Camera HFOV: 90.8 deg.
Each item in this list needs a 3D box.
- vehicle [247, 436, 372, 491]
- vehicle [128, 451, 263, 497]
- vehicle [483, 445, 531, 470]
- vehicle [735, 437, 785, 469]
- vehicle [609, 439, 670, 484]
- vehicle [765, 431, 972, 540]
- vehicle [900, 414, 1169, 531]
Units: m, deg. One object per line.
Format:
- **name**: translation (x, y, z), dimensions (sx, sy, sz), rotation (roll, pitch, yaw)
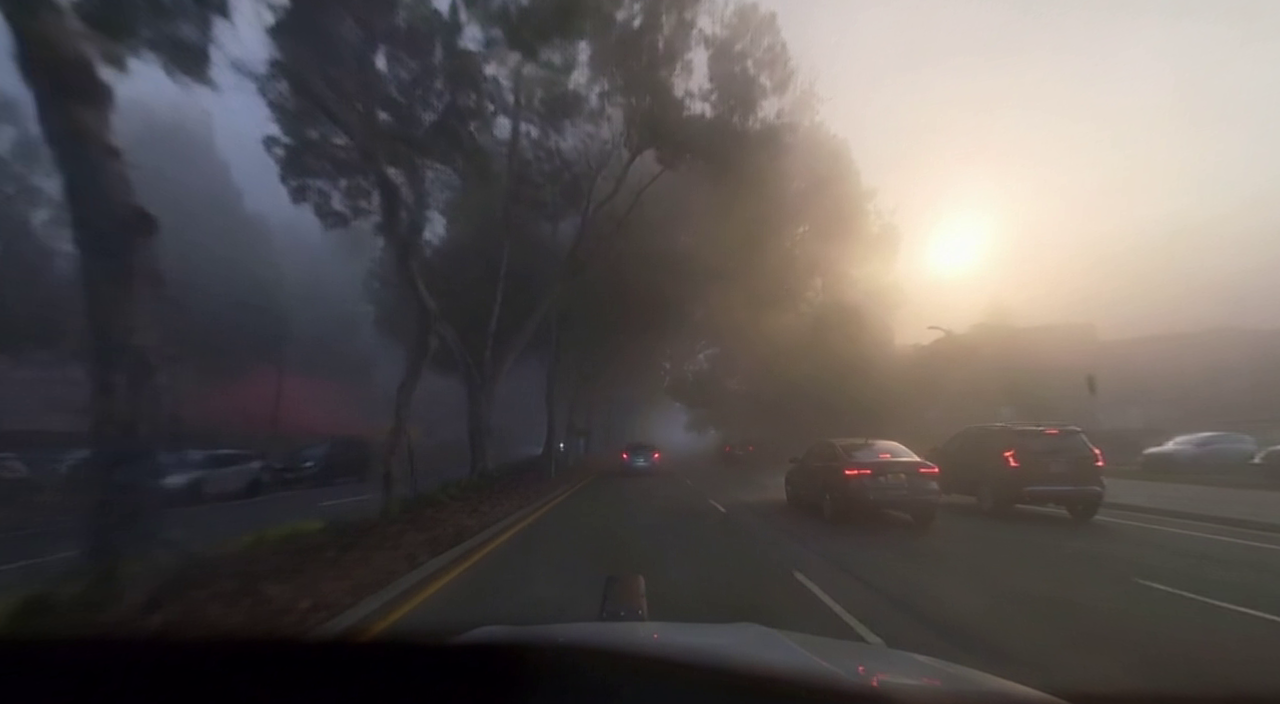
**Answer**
- **vehicle**: translation (-12.231, 4.152, 23.827), dimensions (2.034, 1.844, 4.820), rotation (0, -9, 1)
- **vehicle**: translation (-16.159, 4.412, 23.294), dimensions (1.878, 1.497, 4.180), rotation (0, -9, 0)
- **vehicle**: translation (-8.320, 6.593, 39.796), dimensions (1.993, 1.458, 4.614), rotation (-1, -9, 0)
- **vehicle**: translation (7.105, 6.063, 37.915), dimensions (2.068, 1.779, 4.567), rotation (0, -9, -1)
- **vehicle**: translation (-0.021, 3.861, 22.519), dimensions (1.994, 1.479, 3.647), rotation (0, -9, 0)
- **vehicle**: translation (3.557, 2.151, 10.798), dimensions (1.858, 1.466, 4.230), rotation (0, -9, -1)
- **vehicle**: translation (7.110, 2.222, 12.194), dimensions (2.134, 1.810, 4.590), rotation (0, -9, -1)
